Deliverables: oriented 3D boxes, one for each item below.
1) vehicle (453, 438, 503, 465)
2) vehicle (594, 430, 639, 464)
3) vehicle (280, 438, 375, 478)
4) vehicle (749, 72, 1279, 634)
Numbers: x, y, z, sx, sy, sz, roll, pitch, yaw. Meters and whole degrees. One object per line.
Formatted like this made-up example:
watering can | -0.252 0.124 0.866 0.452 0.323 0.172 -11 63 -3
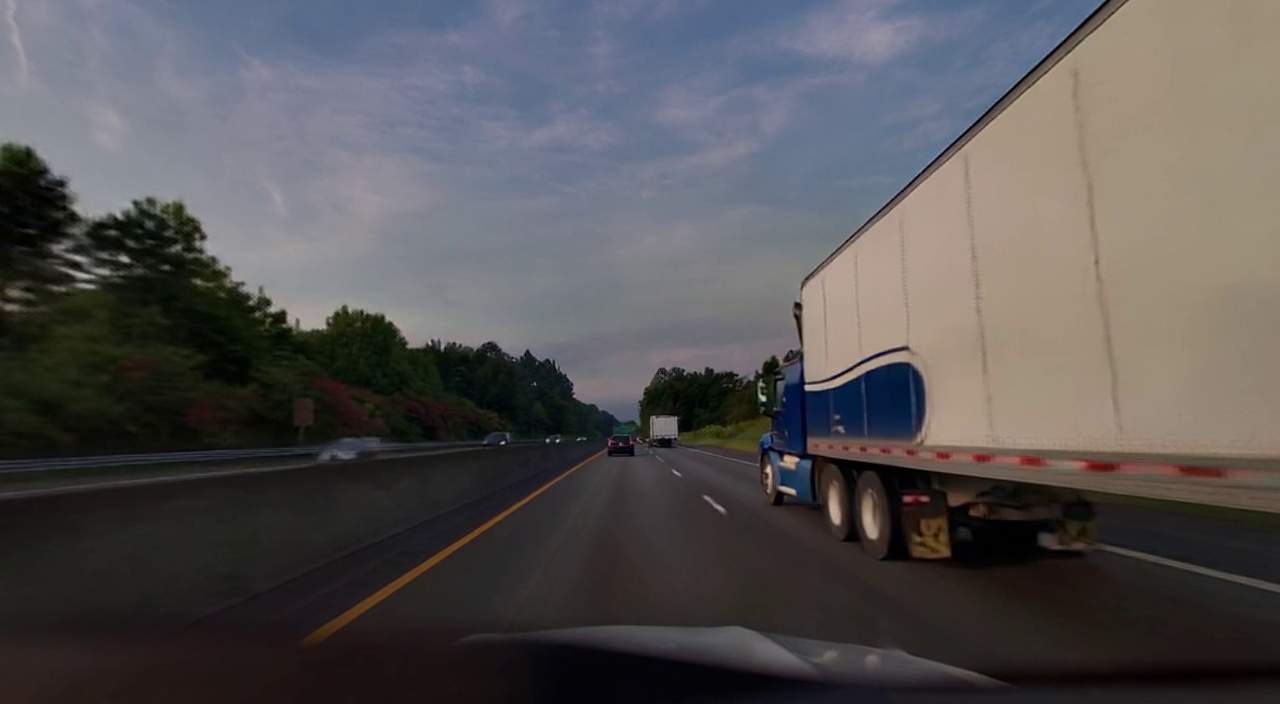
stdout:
vehicle | -9.891 6.095 38.842 2.045 1.515 4.117 0 -8 -1
vehicle | -1.118 4.625 30.864 2.095 1.557 3.963 0 -8 -1
vehicle | -13.683 4.624 27.908 2.013 1.628 4.313 0 -8 -1
vehicle | 3.988 0.501 8.910 2.955 3.940 9.037 0 -8 -2
